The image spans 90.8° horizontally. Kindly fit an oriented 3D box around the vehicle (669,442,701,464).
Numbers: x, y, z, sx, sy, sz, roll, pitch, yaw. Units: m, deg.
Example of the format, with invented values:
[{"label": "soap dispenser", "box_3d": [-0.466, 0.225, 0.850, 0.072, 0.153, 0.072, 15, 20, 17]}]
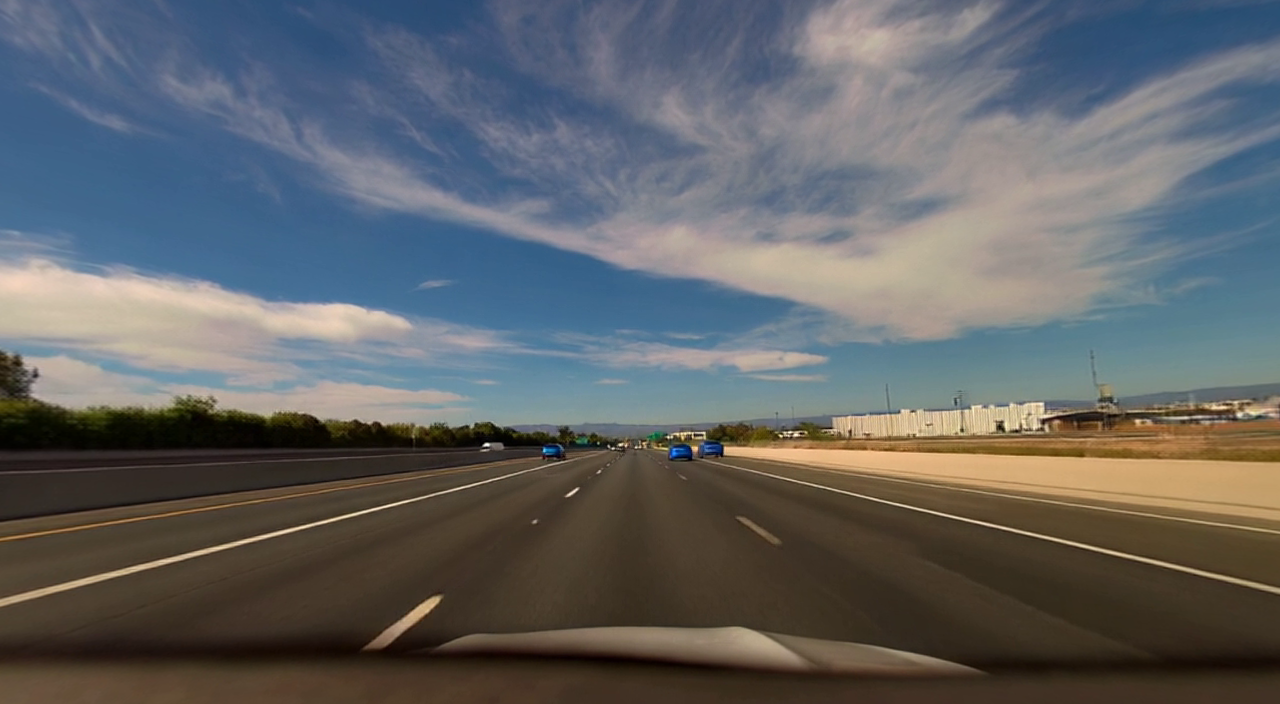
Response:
[{"label": "vehicle", "box_3d": [3.223, 7.366, 46.067, 2.000, 1.533, 3.770, 0, -8, -1]}]
